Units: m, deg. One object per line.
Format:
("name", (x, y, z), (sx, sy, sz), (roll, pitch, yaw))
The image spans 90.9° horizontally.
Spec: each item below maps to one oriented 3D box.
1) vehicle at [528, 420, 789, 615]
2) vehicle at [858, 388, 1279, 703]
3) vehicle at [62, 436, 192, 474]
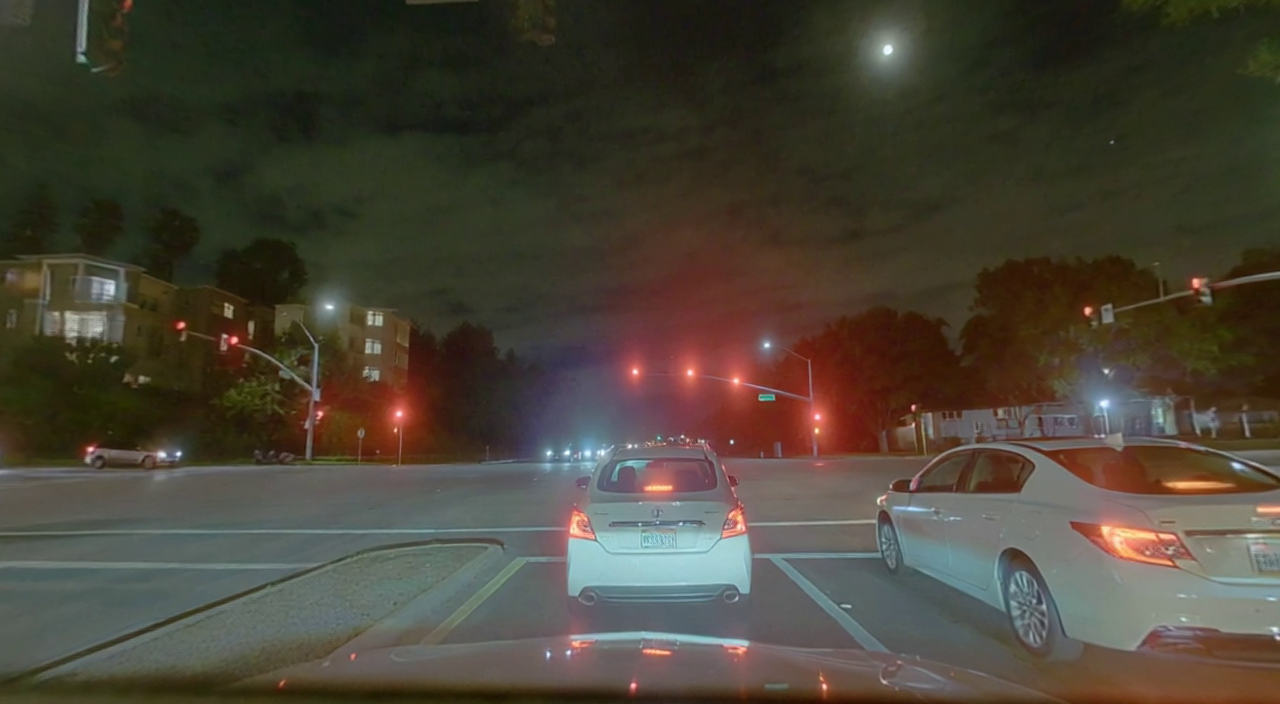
("vehicle", (0.103, 1.564, 6.870), (2.017, 1.485, 3.813), (0, -8, -1))
("vehicle", (3.173, 1.120, 3.892), (1.931, 1.493, 4.555), (0, -8, -1))
("vehicle", (-24.288, 4.871, 29.981), (4.450, 1.684, 1.894), (0, -8, 0))
